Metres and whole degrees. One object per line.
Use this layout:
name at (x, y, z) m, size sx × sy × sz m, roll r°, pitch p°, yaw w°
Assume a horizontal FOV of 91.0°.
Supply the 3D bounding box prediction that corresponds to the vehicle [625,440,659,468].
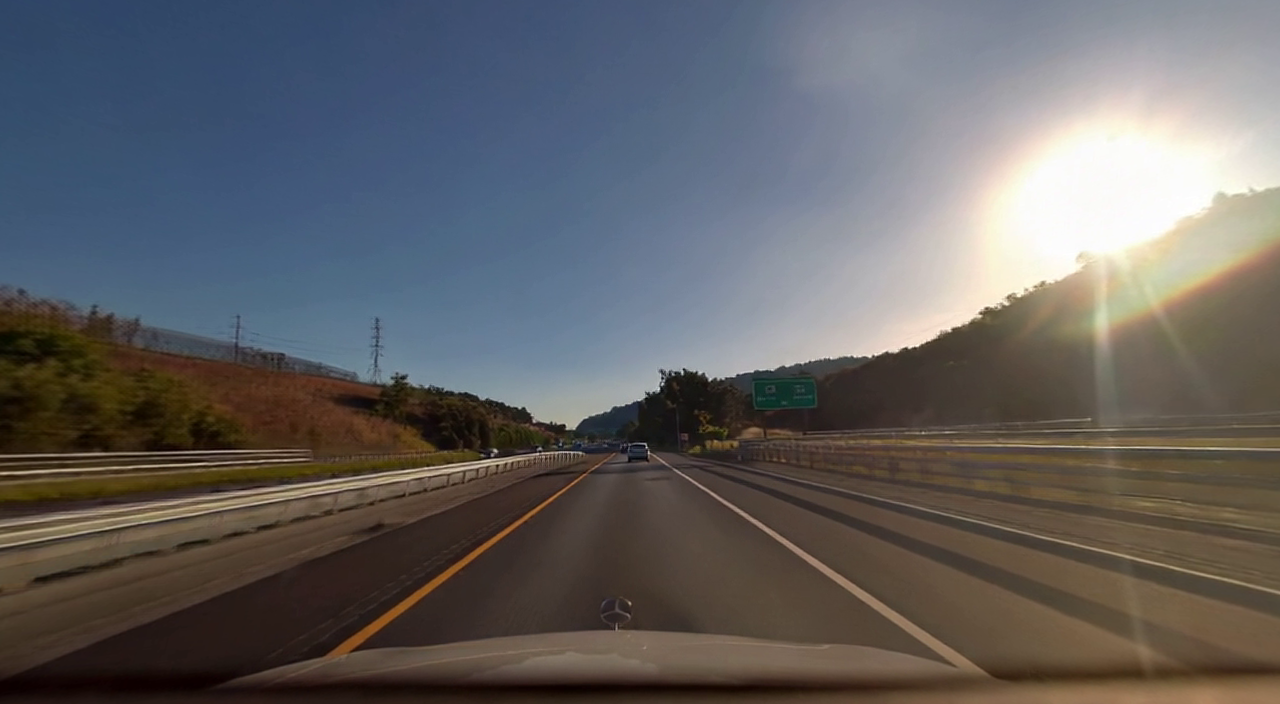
vehicle at (0.114, 6.604, 41.023) m, size 2.059 × 1.696 × 4.165 m, roll 0°, pitch -8°, yaw 0°
